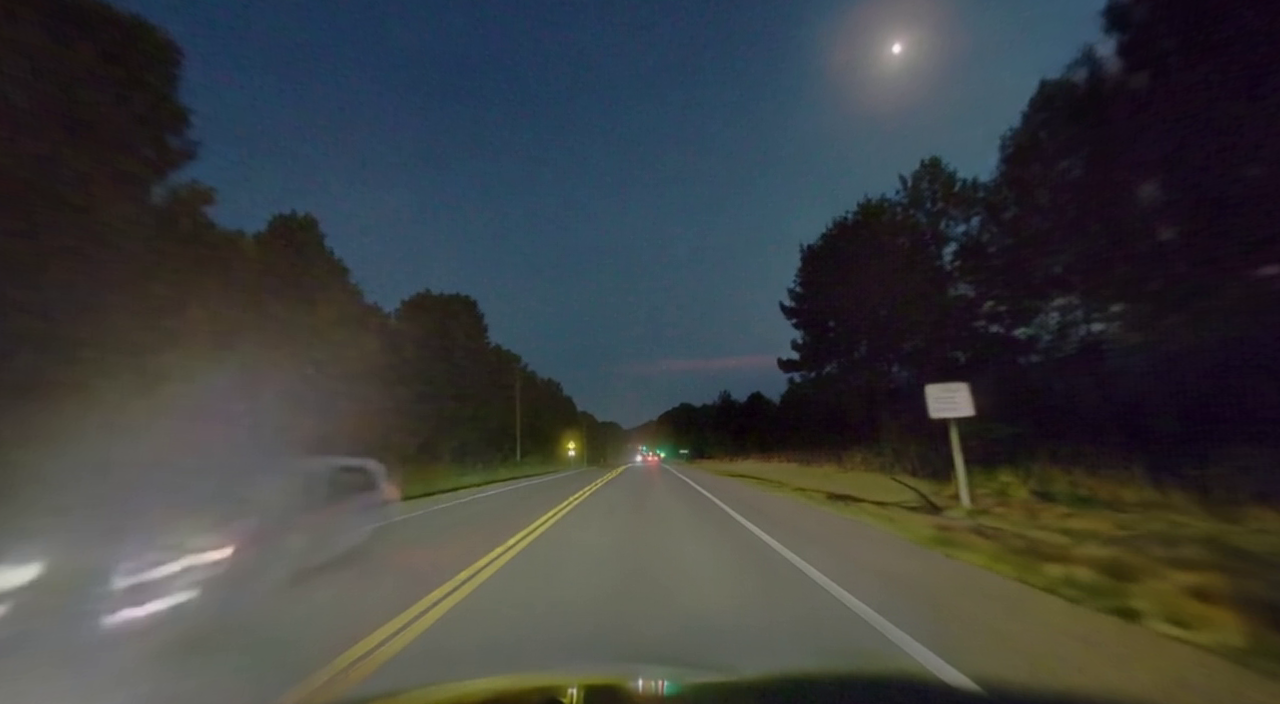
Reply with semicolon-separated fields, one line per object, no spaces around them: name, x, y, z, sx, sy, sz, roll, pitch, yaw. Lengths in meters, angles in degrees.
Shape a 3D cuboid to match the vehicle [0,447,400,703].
vehicle;-3.676;1.453;4.681;1.937;1.473;4.570;0;-8;1
